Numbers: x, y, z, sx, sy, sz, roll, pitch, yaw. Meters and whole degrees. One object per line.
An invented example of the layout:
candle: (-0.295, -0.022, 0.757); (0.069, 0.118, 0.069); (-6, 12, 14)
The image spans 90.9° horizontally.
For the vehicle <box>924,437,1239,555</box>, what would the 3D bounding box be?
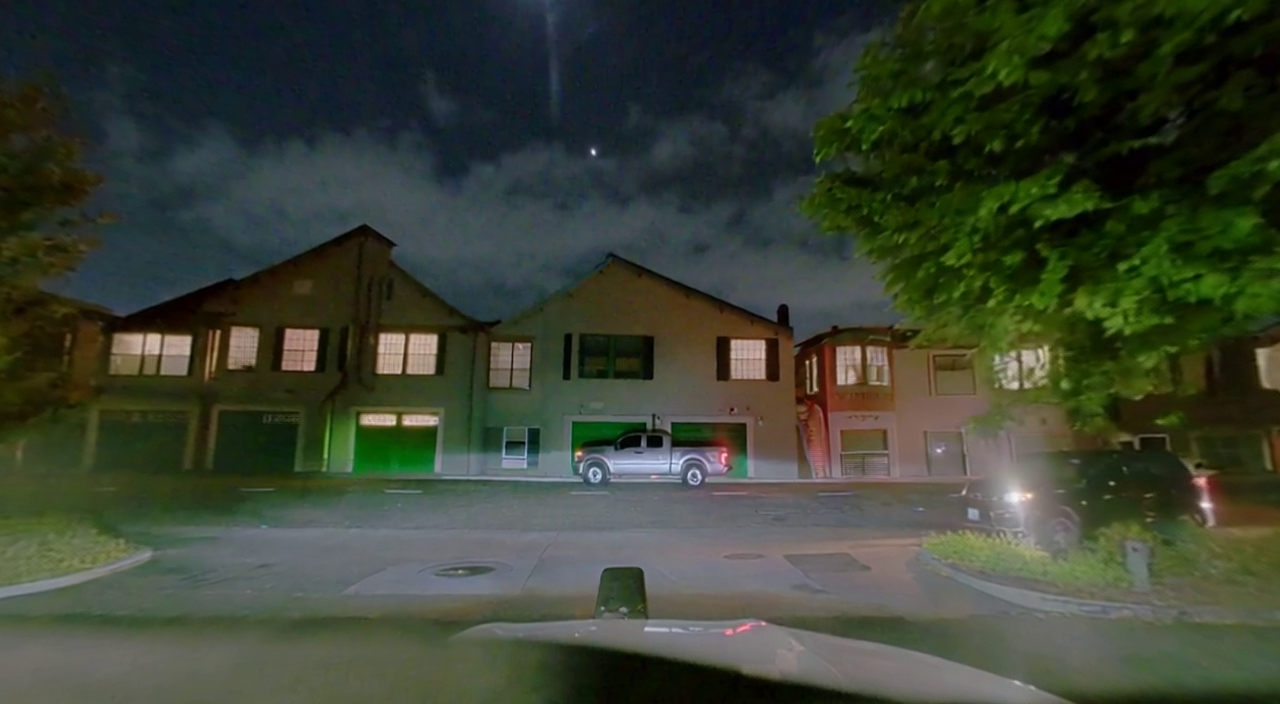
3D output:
vehicle: (7.470, 2.372, 10.954); (4.074, 1.617, 2.112); (1, -4, -8)

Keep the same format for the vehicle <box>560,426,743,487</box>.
vehicle: (0.341, 3.360, 20.443); (5.600, 1.835, 2.161); (0, -9, -1)

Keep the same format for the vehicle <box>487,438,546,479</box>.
vehicle: (-5.528, 4.761, 28.617); (1.869, 1.460, 3.826); (-3, -5, 0)

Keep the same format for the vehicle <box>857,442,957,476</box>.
vehicle: (14.326, 5.752, 34.062); (4.383, 1.784, 2.211); (0, -8, 0)
